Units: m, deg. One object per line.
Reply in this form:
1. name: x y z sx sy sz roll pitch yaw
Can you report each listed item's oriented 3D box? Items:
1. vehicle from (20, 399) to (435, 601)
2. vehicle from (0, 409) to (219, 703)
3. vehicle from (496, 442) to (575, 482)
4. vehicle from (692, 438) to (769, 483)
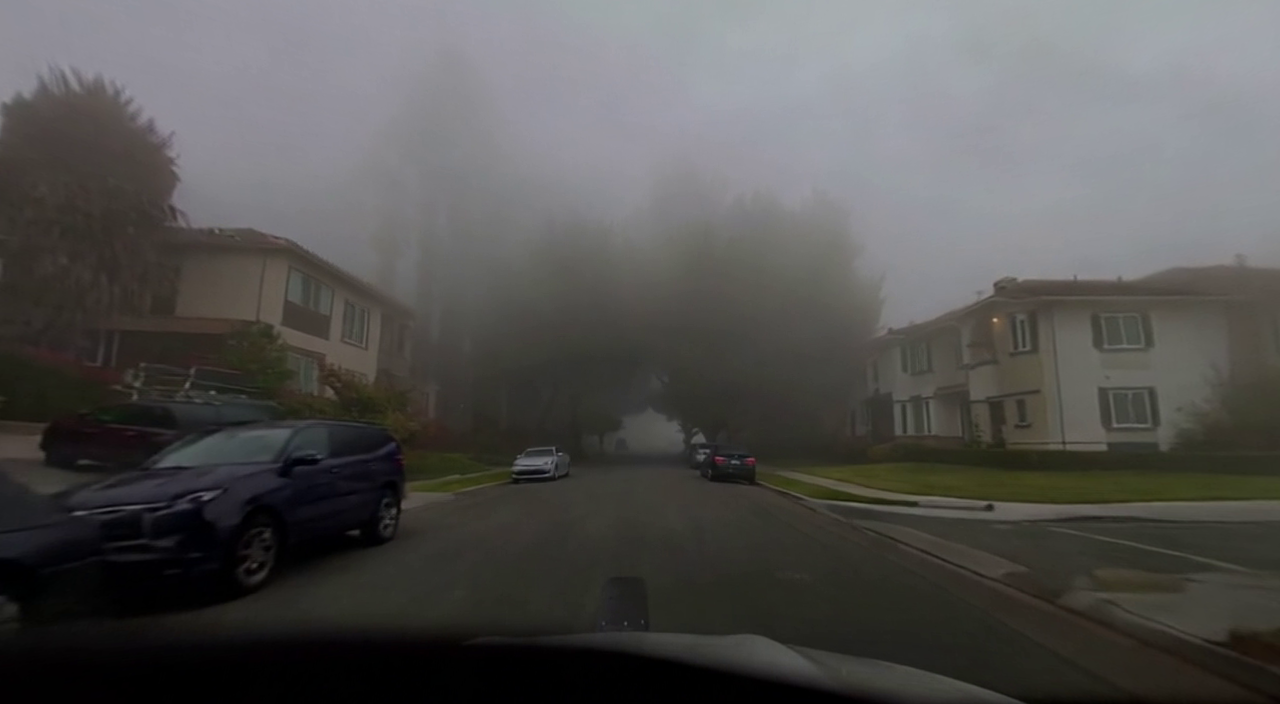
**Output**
1. vehicle: -4.221 1.566 7.530 2.108 1.686 4.129 -1 -8 1
2. vehicle: -4.296 0.952 2.451 2.086 1.493 4.582 -1 -8 1
3. vehicle: -3.766 4.026 23.488 1.995 1.330 4.080 0 -8 4
4. vehicle: 3.179 3.927 23.281 2.000 1.456 5.251 0 -8 -1
